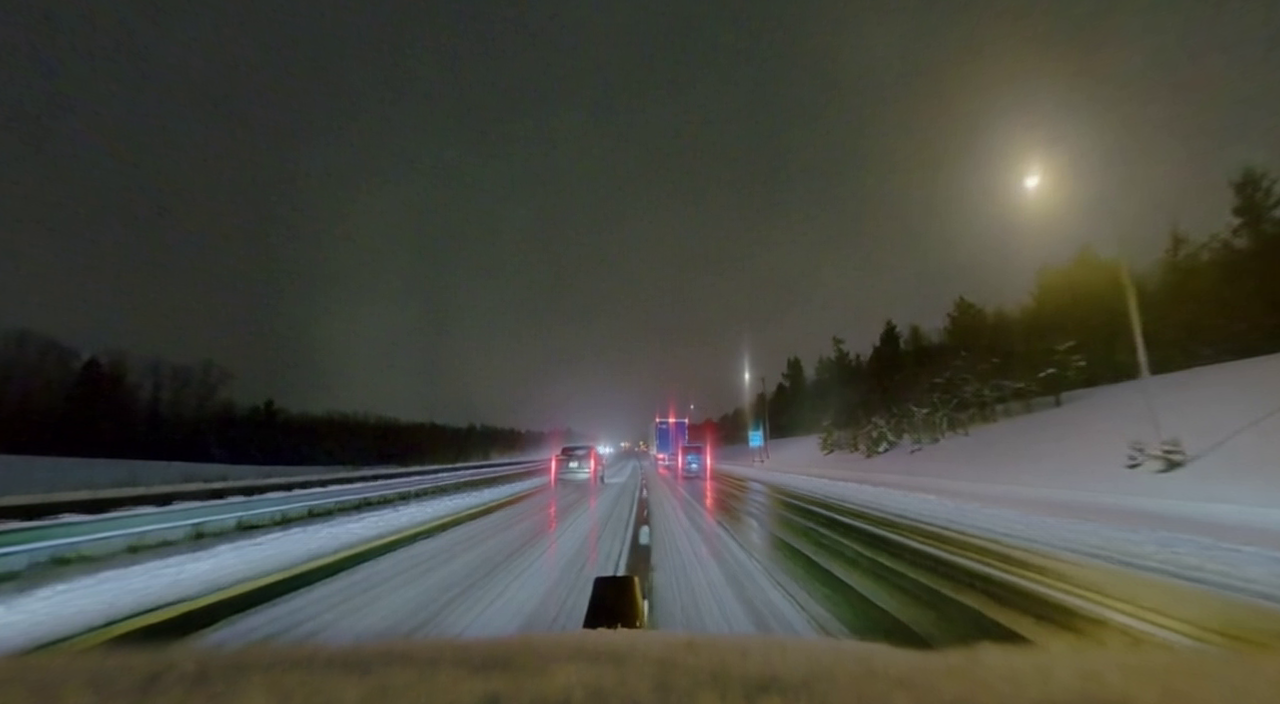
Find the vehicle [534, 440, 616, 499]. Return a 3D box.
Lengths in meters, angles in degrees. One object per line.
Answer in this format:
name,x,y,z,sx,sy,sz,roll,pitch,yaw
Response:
vehicle,-1.950,3.751,20.390,2.181,1.653,4.691,0,-9,0

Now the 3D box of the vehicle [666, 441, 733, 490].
vehicle,2.205,4.372,24.485,2.230,1.715,4.243,0,-9,1
